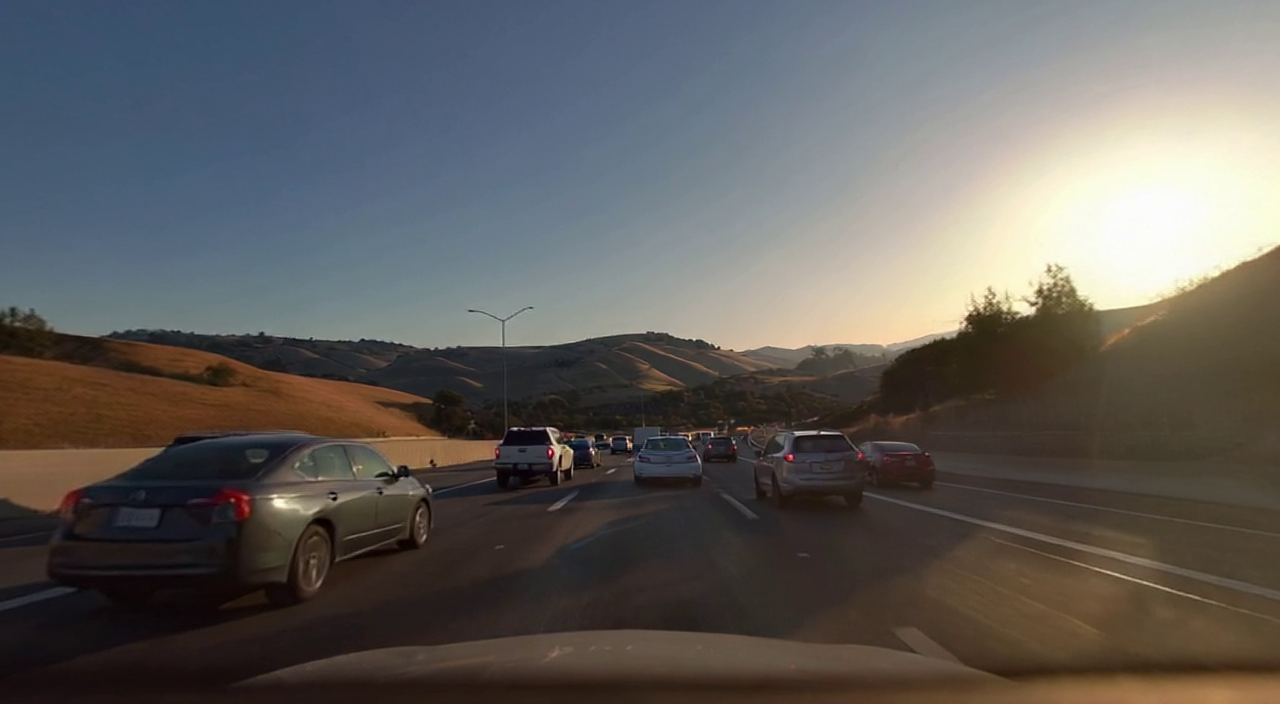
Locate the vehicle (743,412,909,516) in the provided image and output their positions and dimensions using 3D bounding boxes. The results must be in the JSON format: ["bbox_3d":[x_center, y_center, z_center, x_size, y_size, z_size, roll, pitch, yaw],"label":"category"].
[{"bbox_3d":[3.526,2.230,13.026,2.046,1.765,4.534,0,-8,0],"label":"vehicle"}]

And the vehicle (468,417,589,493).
[{"bbox_3d":[-3.014,2.967,18.544,2.301,1.902,5.374,-1,-8,3],"label":"vehicle"}]

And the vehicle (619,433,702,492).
[{"bbox_3d":[0.594,3.108,18.100,2.105,1.471,4.349,0,-8,2],"label":"vehicle"}]

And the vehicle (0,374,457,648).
[{"bbox_3d":[-3.619,1.316,6.276,2.179,1.723,4.410,0,-8,1],"label":"vehicle"}]
